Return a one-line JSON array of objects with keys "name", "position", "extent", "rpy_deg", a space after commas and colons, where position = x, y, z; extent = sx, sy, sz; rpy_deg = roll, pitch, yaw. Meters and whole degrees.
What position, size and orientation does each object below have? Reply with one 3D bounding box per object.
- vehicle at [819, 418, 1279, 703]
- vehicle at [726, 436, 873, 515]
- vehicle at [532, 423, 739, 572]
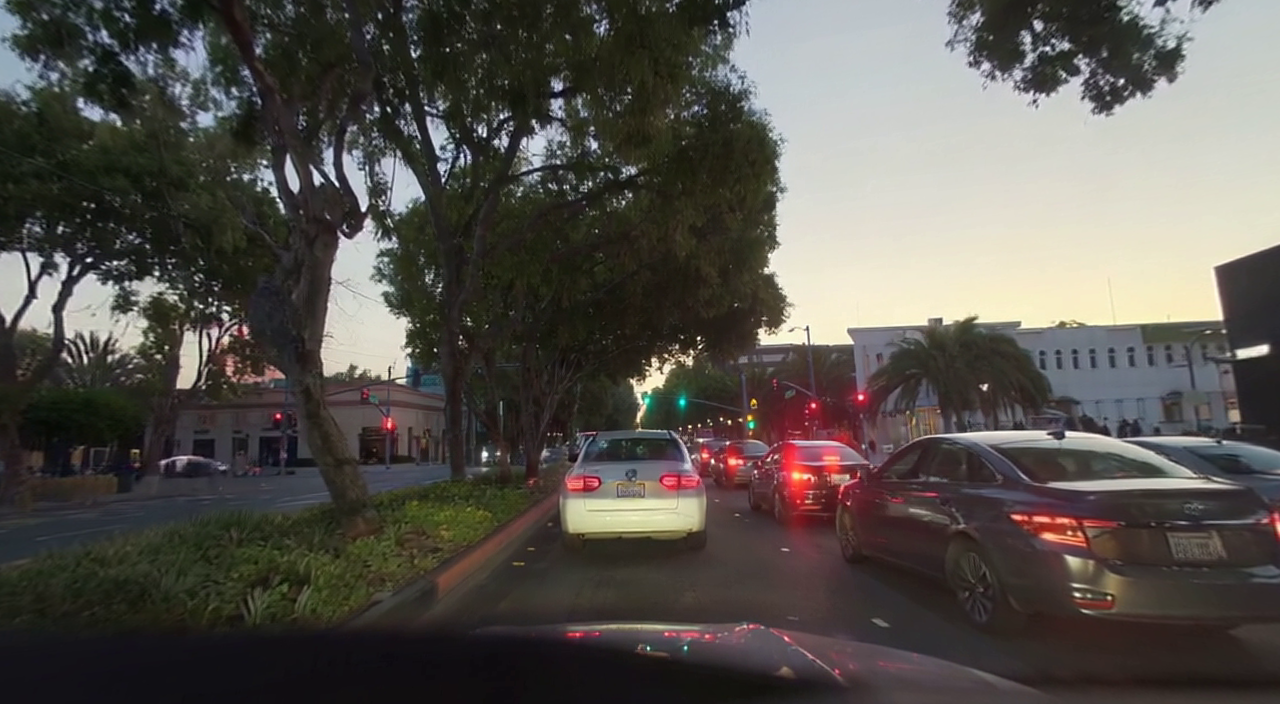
[{"name": "vehicle", "position": [3.232, 1.421, 5.596], "extent": [1.912, 1.454, 4.537], "rpy_deg": [0, -9, -1]}, {"name": "vehicle", "position": [3.325, 2.680, 14.229], "extent": [1.996, 1.469, 4.495], "rpy_deg": [0, -9, -2]}, {"name": "vehicle", "position": [-0.079, 1.798, 8.567], "extent": [2.118, 1.512, 4.013], "rpy_deg": [0, -9, -1]}]
